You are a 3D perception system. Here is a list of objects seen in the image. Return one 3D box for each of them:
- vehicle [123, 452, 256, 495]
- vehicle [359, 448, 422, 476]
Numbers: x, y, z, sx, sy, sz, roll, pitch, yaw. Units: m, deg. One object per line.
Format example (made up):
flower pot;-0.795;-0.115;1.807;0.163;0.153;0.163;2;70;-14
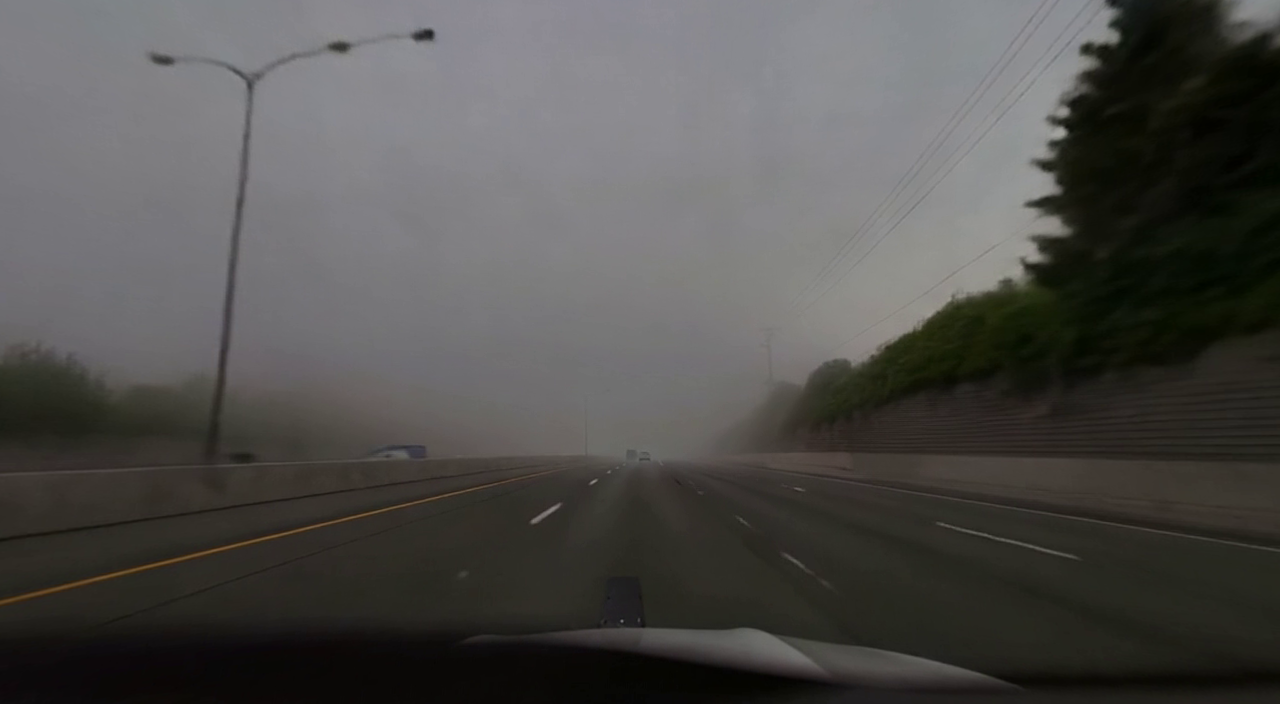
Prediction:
vehicle;-16.860;4.545;23.887;1.886;1.454;4.241;0;-9;0
vehicle;-16.886;7.454;42.951;2.074;1.779;5.152;-1;-9;2
